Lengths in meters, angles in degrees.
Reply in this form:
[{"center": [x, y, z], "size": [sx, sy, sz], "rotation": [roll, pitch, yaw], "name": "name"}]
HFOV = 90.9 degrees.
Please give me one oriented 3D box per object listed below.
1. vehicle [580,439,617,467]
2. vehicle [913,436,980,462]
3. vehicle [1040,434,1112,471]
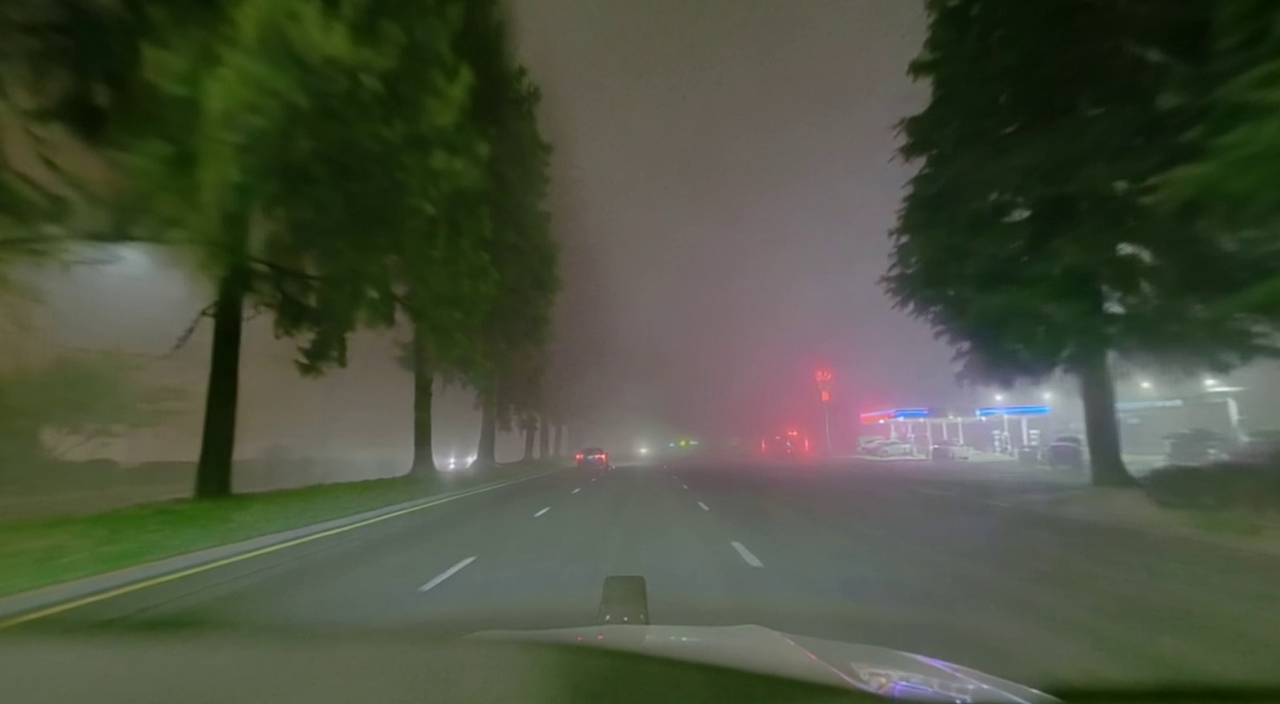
[{"center": [-2.826, 7.052, 44.114], "size": [2.196, 1.801, 4.542], "rotation": [0, -8, 1], "name": "vehicle"}, {"center": [21.462, 6.767, 44.107], "size": [4.484, 1.697, 1.959], "rotation": [5, -10, -30], "name": "vehicle"}, {"center": [20.864, 4.782, 30.066], "size": [4.394, 1.624, 1.803], "rotation": [8, -13, -43], "name": "vehicle"}]
